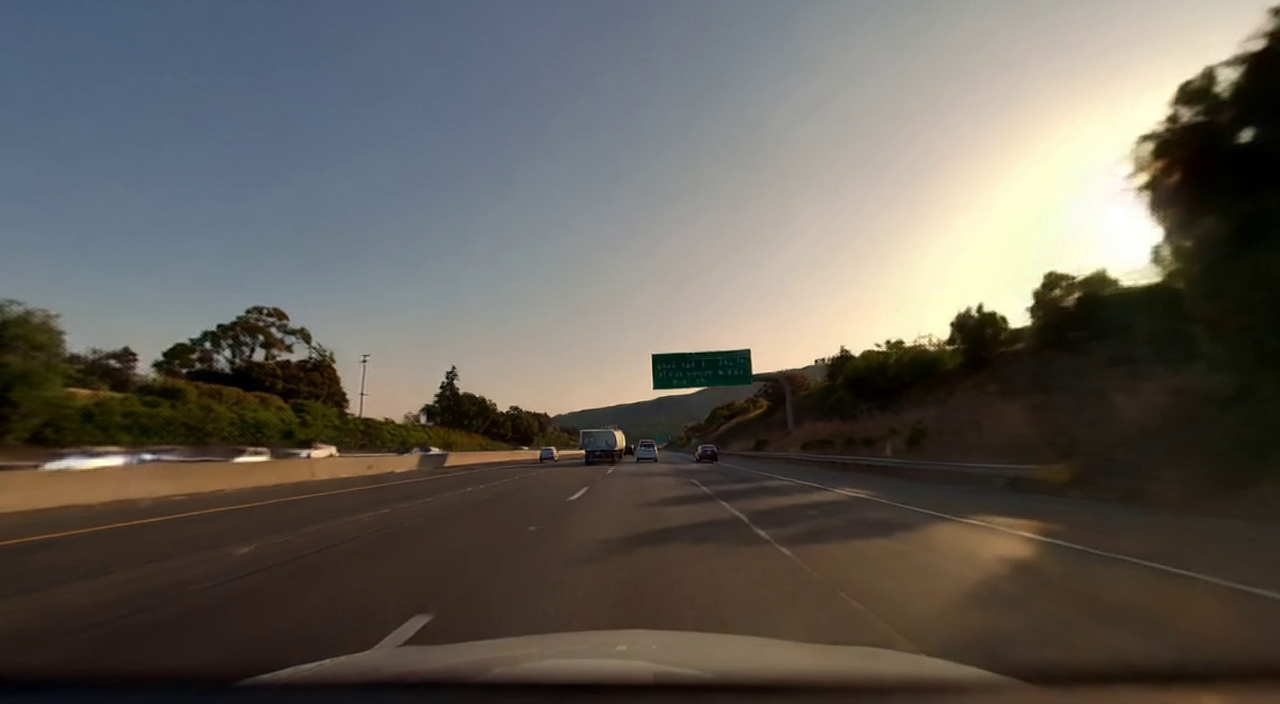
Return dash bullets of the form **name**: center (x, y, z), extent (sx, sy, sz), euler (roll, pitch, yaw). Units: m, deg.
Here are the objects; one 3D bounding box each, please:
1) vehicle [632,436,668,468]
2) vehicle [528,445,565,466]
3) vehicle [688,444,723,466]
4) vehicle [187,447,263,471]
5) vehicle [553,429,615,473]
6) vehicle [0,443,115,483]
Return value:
- **vehicle**: center (0.630, 6.780, 43.084), extent (2.309, 2.023, 5.130), euler (0, -8, 0)
- **vehicle**: center (-6.902, 7.684, 47.015), extent (1.965, 1.437, 4.592), euler (-1, -8, 2)
- **vehicle**: center (4.677, 7.376, 45.485), extent (1.993, 1.474, 4.230), euler (0, -8, -1)
- **vehicle**: center (-28.077, 7.235, 42.855), extent (1.908, 1.468, 4.683), euler (0, -8, 1)
- **vehicle**: center (-3.427, 6.700, 43.425), extent (2.854, 2.379, 16.653), euler (-1, -8, 0)
- **vehicle**: center (-24.433, 4.494, 25.962), extent (1.860, 1.486, 4.350), euler (0, -8, 0)
